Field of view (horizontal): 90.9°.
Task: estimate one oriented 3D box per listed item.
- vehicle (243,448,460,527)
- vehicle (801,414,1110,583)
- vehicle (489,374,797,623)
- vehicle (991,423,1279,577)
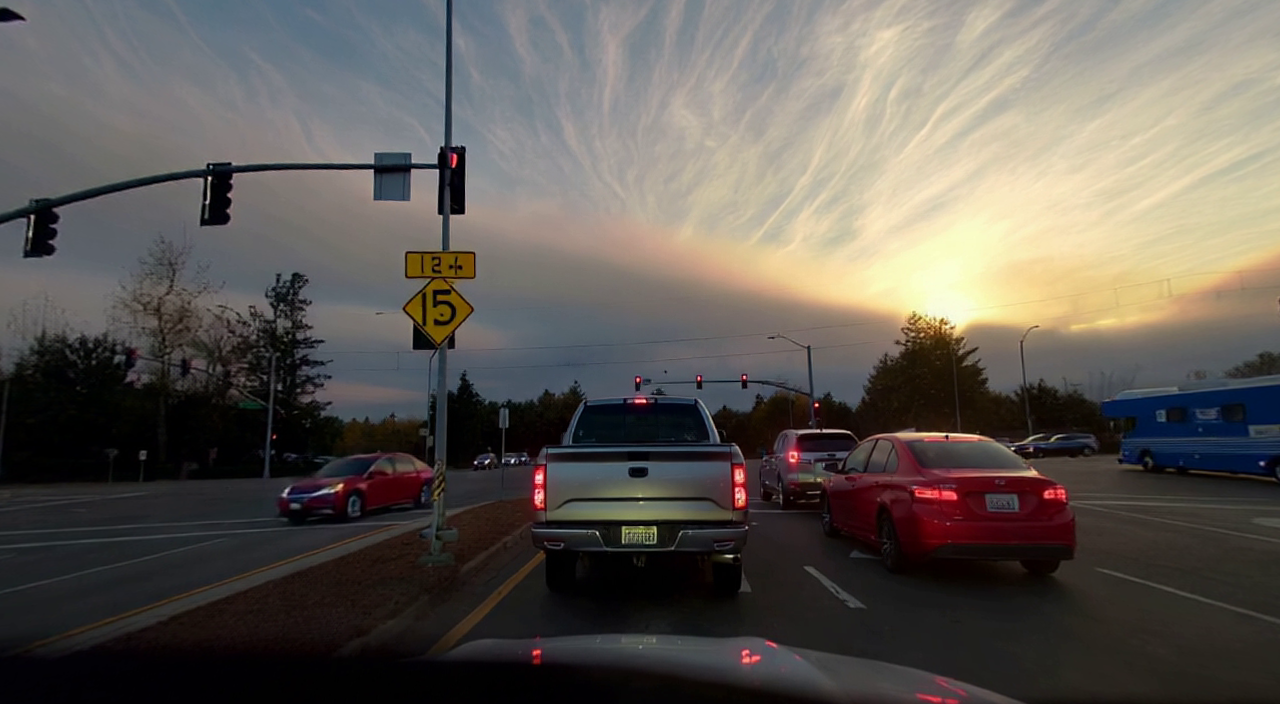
[{"bbox_3d":[-6.805,3.208,15.724,2.410,1.596,4.931,-2,-9,11],"label":"vehicle"},{"bbox_3d":[3.580,1.717,8.186,1.981,1.616,4.006,0,-8,1],"label":"vehicle"},{"bbox_3d":[0.053,1.474,7.346,2.326,1.880,4.964,0,-8,1],"label":"vehicle"},{"bbox_3d":[6.834,1.740,8.271,1.973,1.470,4.228,0,-8,0],"label":"vehicle"}]
